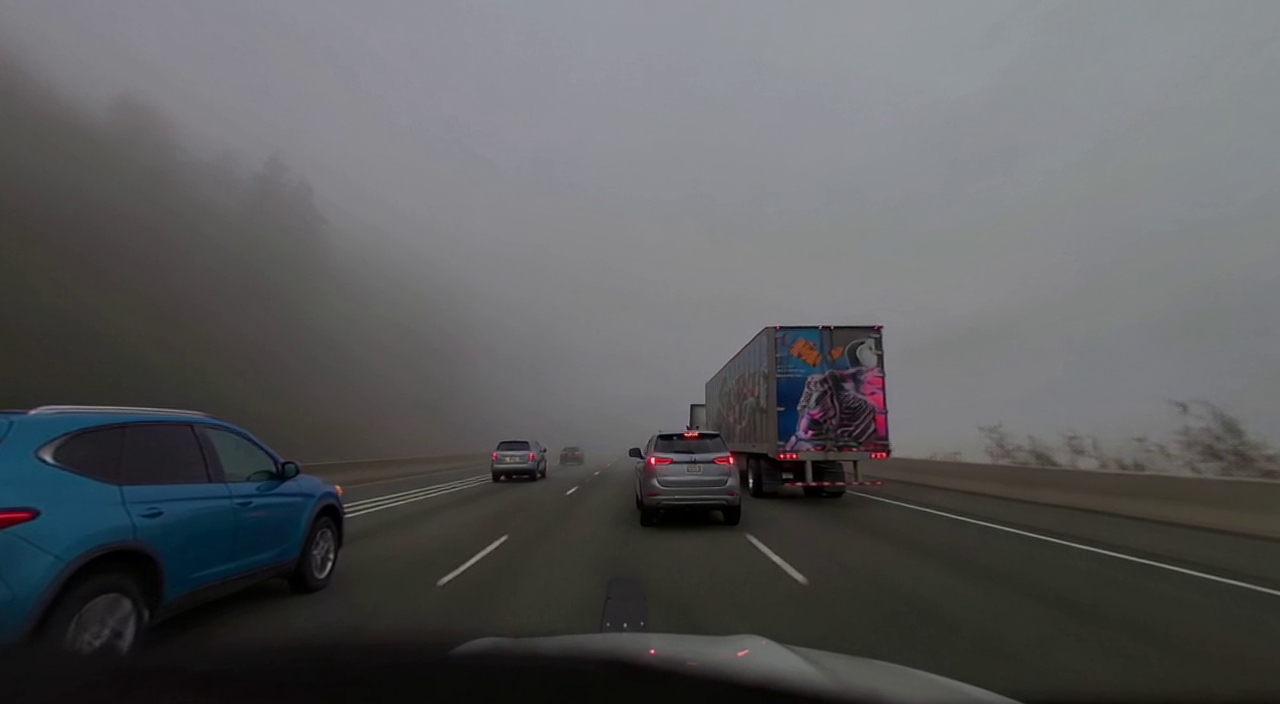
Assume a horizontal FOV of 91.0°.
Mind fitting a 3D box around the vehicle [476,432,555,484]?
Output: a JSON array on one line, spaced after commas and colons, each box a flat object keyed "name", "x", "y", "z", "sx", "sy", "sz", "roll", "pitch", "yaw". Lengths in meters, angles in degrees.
[{"name": "vehicle", "x": -4.231, "y": 3.641, "z": 21.945, "sx": 1.905, "sy": 1.642, "sz": 3.803, "roll": 0, "pitch": -8, "yaw": 1}]

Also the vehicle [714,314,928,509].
[{"name": "vehicle", "x": 4.587, "y": 2.225, "z": 20.301, "sx": 2.828, "sy": 4.081, "sz": 14.220, "roll": 0, "pitch": -8, "yaw": 0}]

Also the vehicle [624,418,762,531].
[{"name": "vehicle", "x": 0.745, "y": 2.089, "z": 11.223, "sx": 2.017, "sy": 1.662, "sz": 3.543, "roll": 0, "pitch": -8, "yaw": -2}]

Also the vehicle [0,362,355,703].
[{"name": "vehicle", "x": -4.014, "y": 1.076, "z": 4.292, "sx": 1.983, "sy": 1.666, "sz": 4.452, "roll": 0, "pitch": -8, "yaw": 1}]

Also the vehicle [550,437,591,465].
[{"name": "vehicle", "x": -4.276, "y": 6.163, "z": 39.340, "sx": 2.014, "sy": 1.683, "sz": 4.275, "roll": 0, "pitch": -8, "yaw": 1}]
